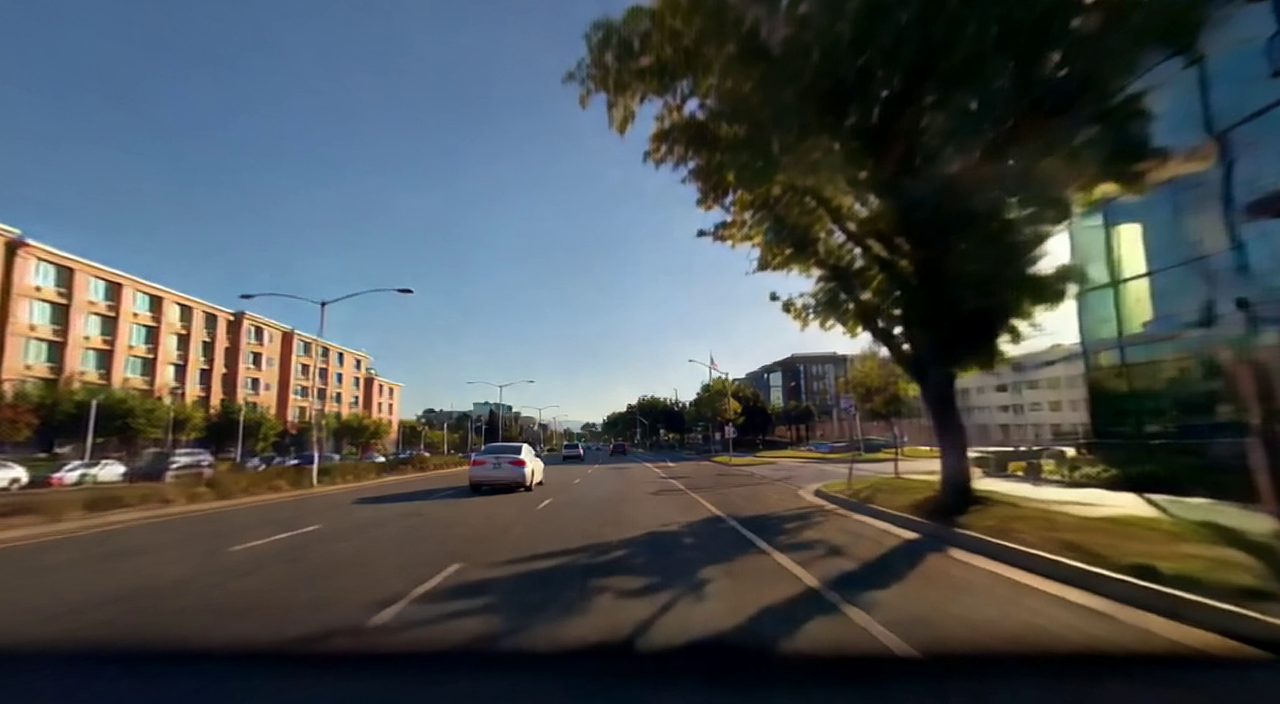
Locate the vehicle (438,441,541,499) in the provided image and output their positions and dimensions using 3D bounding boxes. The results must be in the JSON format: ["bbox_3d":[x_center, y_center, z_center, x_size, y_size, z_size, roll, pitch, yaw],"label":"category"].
[{"bbox_3d":[-4.208,3.350,18.457,2.025,1.474,4.292,0,-8,-1],"label":"vehicle"}]

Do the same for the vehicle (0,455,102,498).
[{"bbox_3d":[-27.110,5.486,28.258,1.927,1.645,4.728,0,-8,-1],"label":"vehicle"}]

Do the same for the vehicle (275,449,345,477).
[{"bbox_3d":[-20.178,6.782,38.806,2.159,1.613,3.873,0,-8,1],"label":"vehicle"}]

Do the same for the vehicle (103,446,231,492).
[{"bbox_3d":[-19.996,4.916,27.006,1.963,1.765,4.595,0,-8,-1],"label":"vehicle"}]
